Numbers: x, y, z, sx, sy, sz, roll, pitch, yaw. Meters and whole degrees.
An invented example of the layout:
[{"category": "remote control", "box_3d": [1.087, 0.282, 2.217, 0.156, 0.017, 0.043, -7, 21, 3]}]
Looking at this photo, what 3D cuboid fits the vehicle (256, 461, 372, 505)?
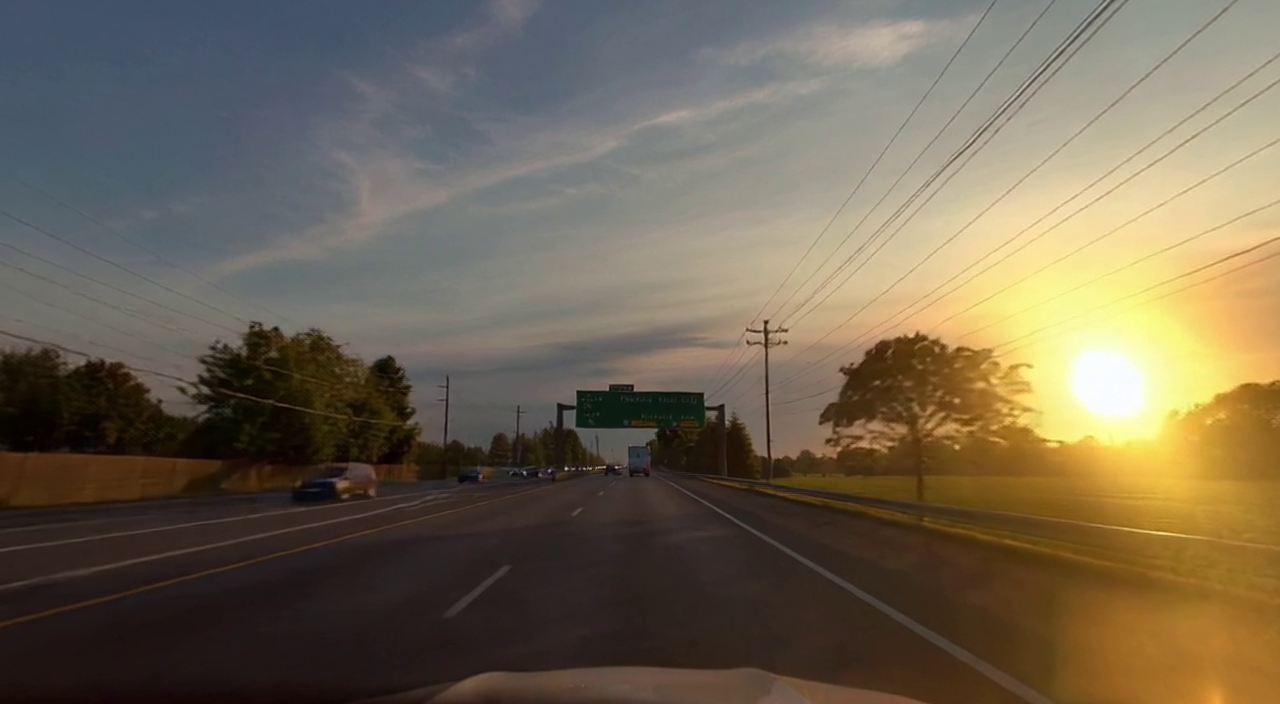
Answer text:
[{"category": "vehicle", "box_3d": [-12.096, 4.880, 23.761, 1.988, 1.451, 4.442, 1, -10, -1]}]
